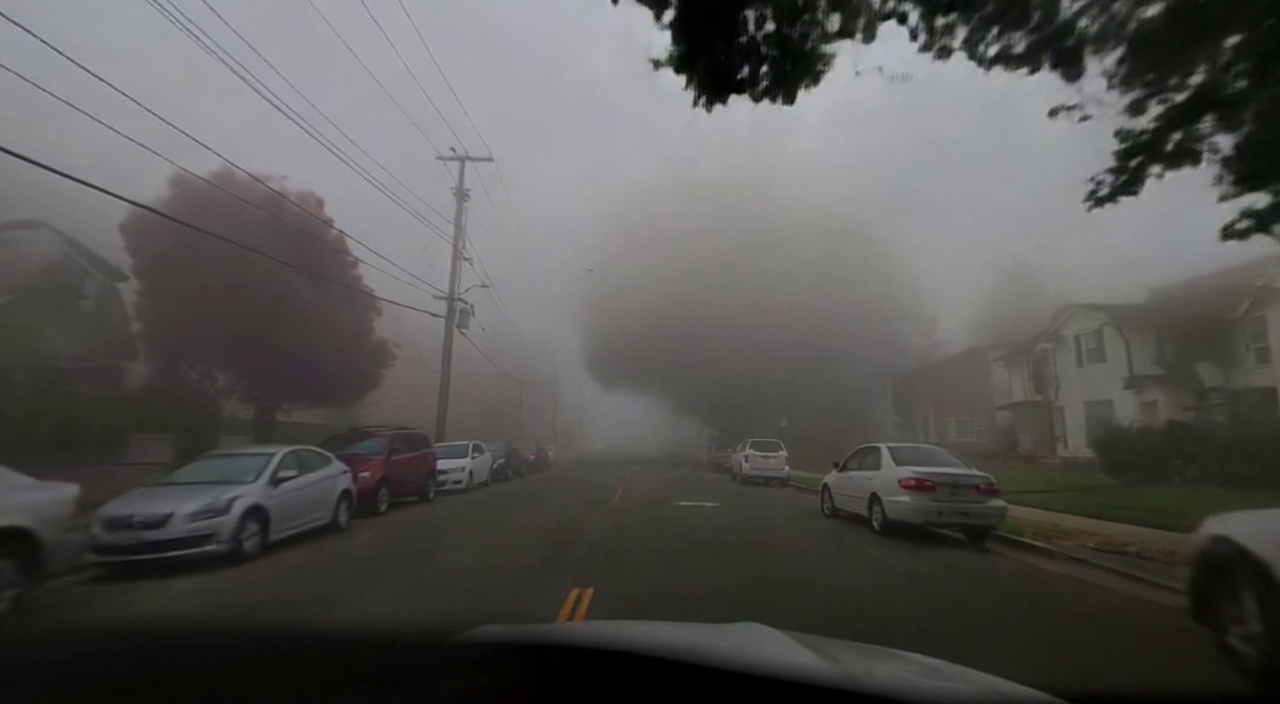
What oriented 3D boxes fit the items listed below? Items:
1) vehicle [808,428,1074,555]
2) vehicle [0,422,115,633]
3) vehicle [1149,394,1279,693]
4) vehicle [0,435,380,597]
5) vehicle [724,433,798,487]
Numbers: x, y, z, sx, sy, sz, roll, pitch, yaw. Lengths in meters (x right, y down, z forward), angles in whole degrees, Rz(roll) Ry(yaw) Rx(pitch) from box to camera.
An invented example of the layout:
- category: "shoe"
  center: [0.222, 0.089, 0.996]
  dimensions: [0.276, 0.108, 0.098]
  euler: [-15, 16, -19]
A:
- category: "vehicle"
  center: [4.435, 2.112, 10.402]
  dimensions: [1.910, 1.567, 4.856]
  euler: [0, -9, -1]
- category: "vehicle"
  center: [-5.359, 1.099, 3.087]
  dimensions: [1.853, 1.447, 4.462]
  euler: [-3, -7, -1]
- category: "vehicle"
  center: [4.576, 0.892, 2.228]
  dimensions: [1.951, 1.700, 4.485]
  euler: [-1, -9, 3]
- category: "vehicle"
  center: [-5.373, 1.891, 8.521]
  dimensions: [1.979, 1.435, 4.785]
  euler: [-2, -7, -3]
- category: "vehicle"
  center: [4.246, 3.857, 22.852]
  dimensions: [1.936, 1.756, 4.127]
  euler: [0, -9, 1]
